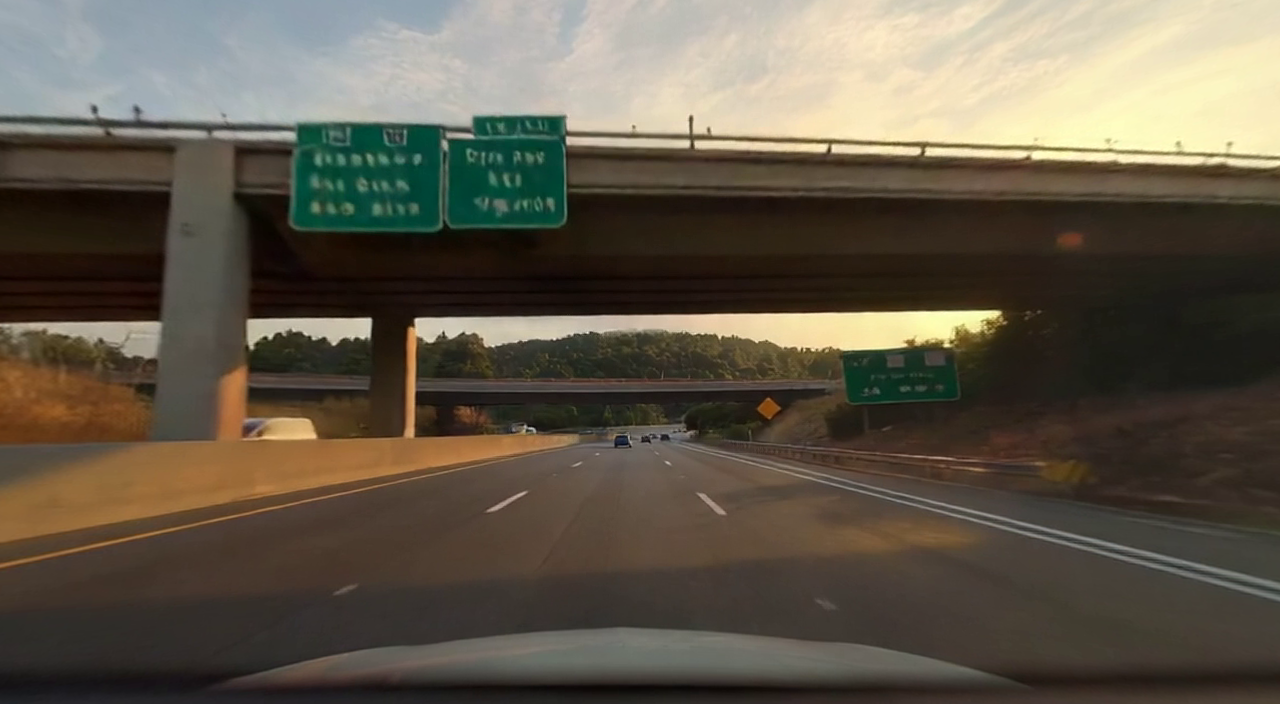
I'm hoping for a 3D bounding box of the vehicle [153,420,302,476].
[{"bbox_3d":[-13.182,3.090,20.532,1.869,1.601,4.415,0,-8,0],"label":"vehicle"}]
